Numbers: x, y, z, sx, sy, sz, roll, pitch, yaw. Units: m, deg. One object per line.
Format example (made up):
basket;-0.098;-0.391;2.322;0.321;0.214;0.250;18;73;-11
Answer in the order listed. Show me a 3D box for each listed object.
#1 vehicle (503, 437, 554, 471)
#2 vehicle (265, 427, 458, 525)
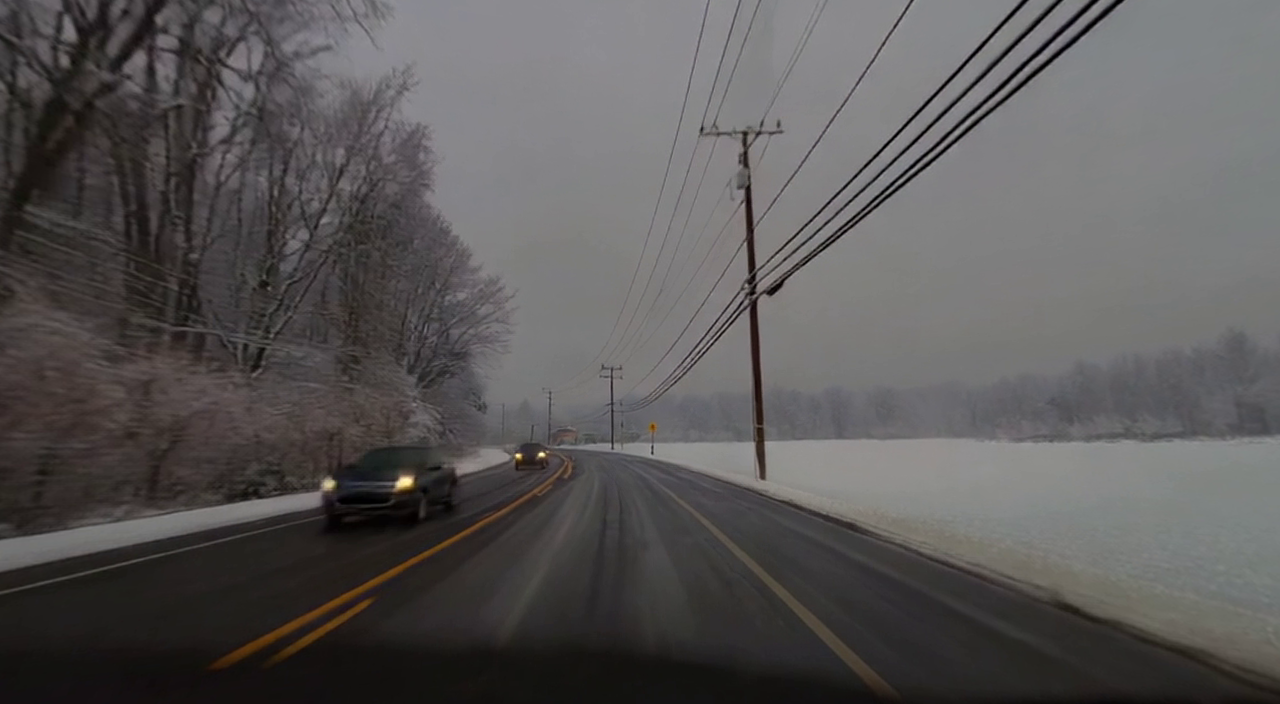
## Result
vehicle;-5.859;5.392;33.692;2.165;1.648;4.605;1;-8;-4
vehicle;-5.486;2.479;13.236;2.143;1.694;4.326;0;-8;-2
